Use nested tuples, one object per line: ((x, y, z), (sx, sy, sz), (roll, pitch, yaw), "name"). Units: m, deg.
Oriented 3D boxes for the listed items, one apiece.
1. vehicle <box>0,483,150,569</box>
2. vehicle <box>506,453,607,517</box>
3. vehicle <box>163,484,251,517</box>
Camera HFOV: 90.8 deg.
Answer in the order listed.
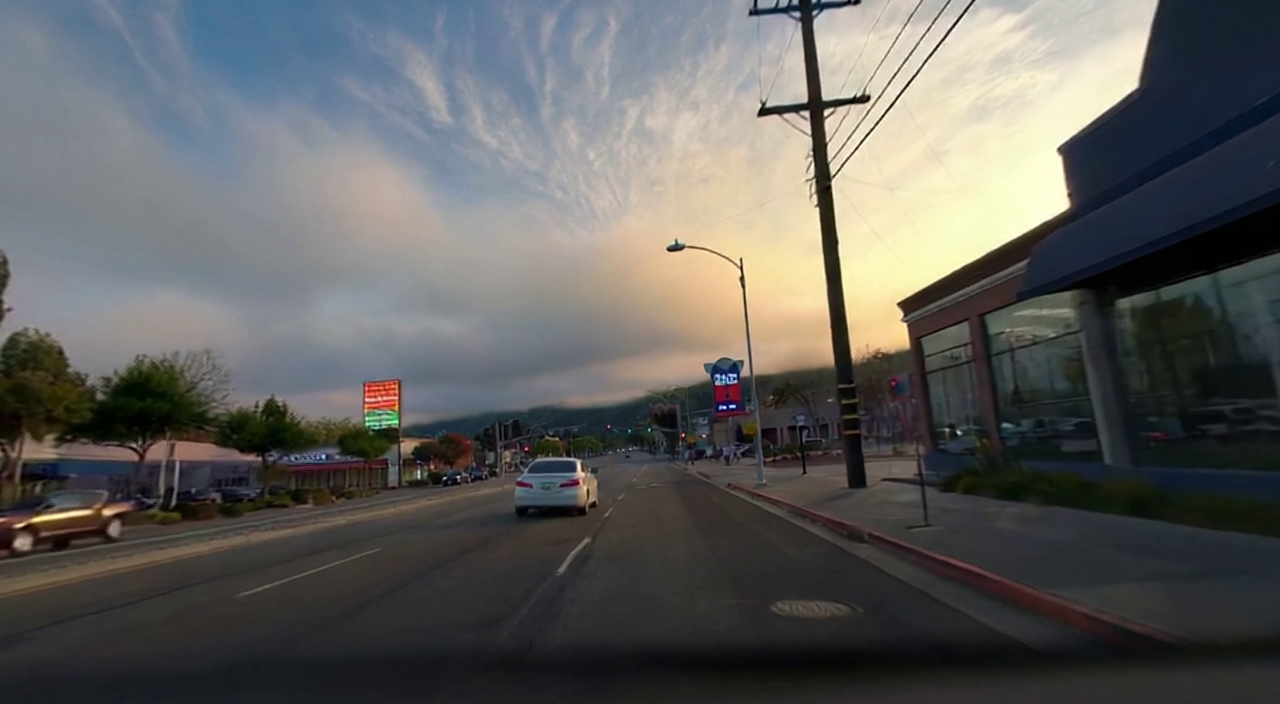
((-13.443, 3.717, 13.712), (1.922, 1.481, 4.441), (0, -9, 2), "vehicle")
((-2.062, 3.434, 16.798), (1.977, 1.451, 4.032), (0, -9, 2), "vehicle")
((-28.710, 9.829, 42.085), (1.984, 1.726, 4.592), (-1, -8, 11), "vehicle")
